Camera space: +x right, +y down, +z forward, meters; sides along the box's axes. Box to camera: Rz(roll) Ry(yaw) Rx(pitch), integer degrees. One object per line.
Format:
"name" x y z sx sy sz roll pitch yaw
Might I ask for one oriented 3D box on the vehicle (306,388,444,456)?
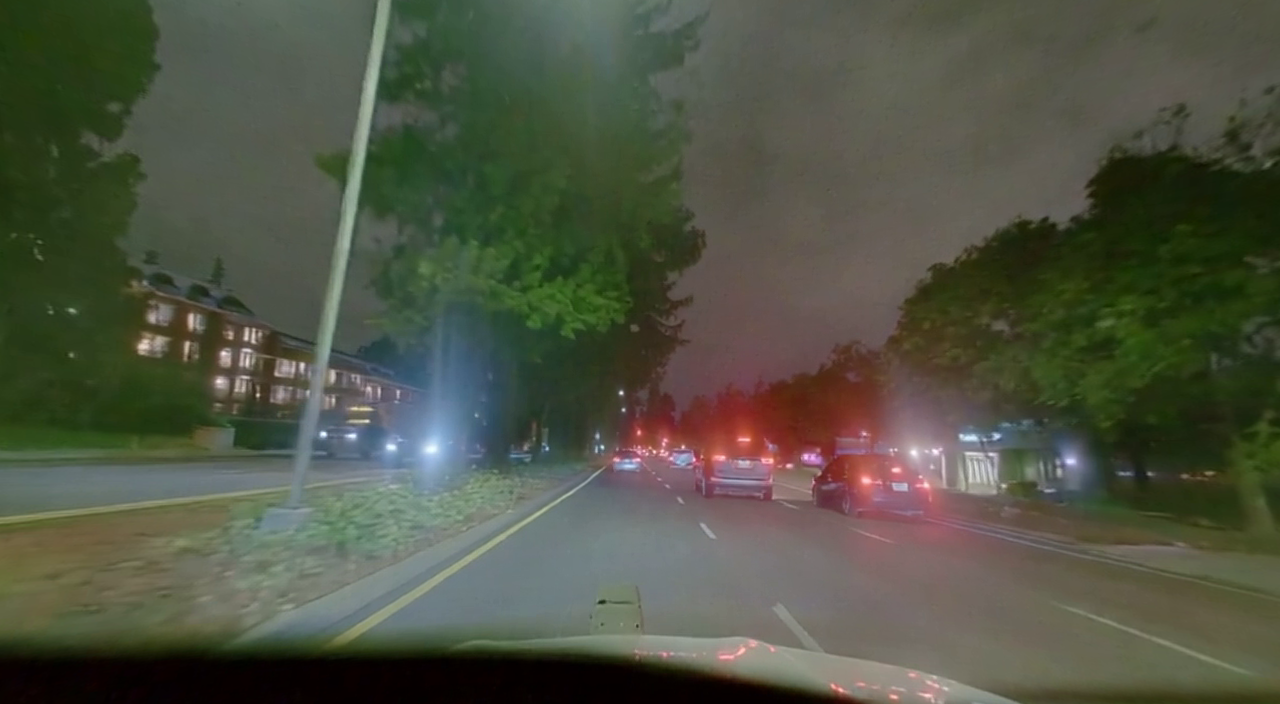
"vehicle" -15.693 4.595 39.072 2.944 3.472 12.516 1 -9 1

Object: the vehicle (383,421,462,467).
"vehicle" -9.364 4.024 27.589 1.895 1.816 4.636 0 -9 -2

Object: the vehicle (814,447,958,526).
"vehicle" 6.197 3.391 16.554 1.913 1.777 4.269 0 -9 -2

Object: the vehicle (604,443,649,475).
"vehicle" -0.685 5.312 31.542 2.119 1.460 3.847 0 -9 -1

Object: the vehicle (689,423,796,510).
"vehicle" 2.665 3.091 17.442 2.035 1.940 4.299 4 -9 -1
